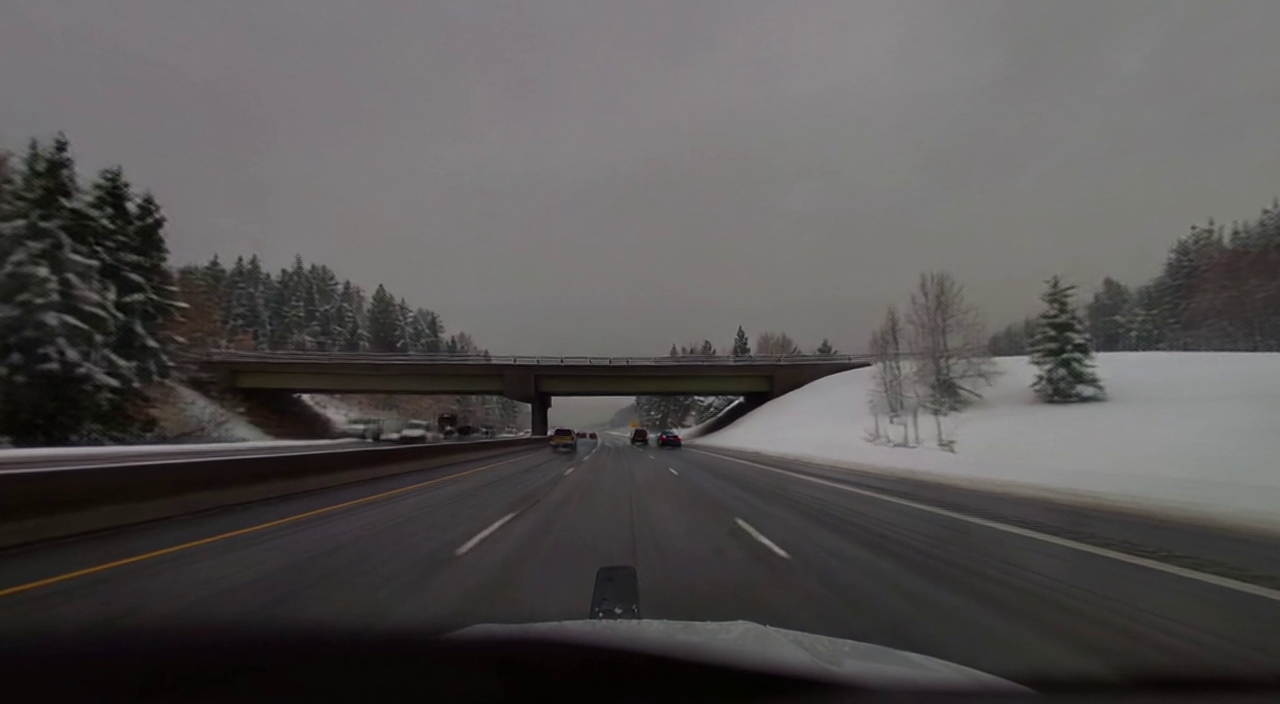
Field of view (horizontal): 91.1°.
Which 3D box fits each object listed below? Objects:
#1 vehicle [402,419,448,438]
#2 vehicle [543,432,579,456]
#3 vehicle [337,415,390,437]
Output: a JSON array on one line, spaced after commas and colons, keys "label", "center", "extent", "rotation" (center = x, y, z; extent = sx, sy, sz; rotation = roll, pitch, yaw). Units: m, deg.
[{"label": "vehicle", "center": [-14.438, 5.188, 42.404], "extent": [1.824, 1.200, 4.175], "rotation": [1, -8, -3]}, {"label": "vehicle", "center": [-5.063, 5.894, 40.536], "extent": [1.966, 1.460, 3.519], "rotation": [0, -8, -2]}, {"label": "vehicle", "center": [-18.194, 4.909, 41.570], "extent": [1.820, 1.390, 4.180], "rotation": [1, -8, -3]}]
